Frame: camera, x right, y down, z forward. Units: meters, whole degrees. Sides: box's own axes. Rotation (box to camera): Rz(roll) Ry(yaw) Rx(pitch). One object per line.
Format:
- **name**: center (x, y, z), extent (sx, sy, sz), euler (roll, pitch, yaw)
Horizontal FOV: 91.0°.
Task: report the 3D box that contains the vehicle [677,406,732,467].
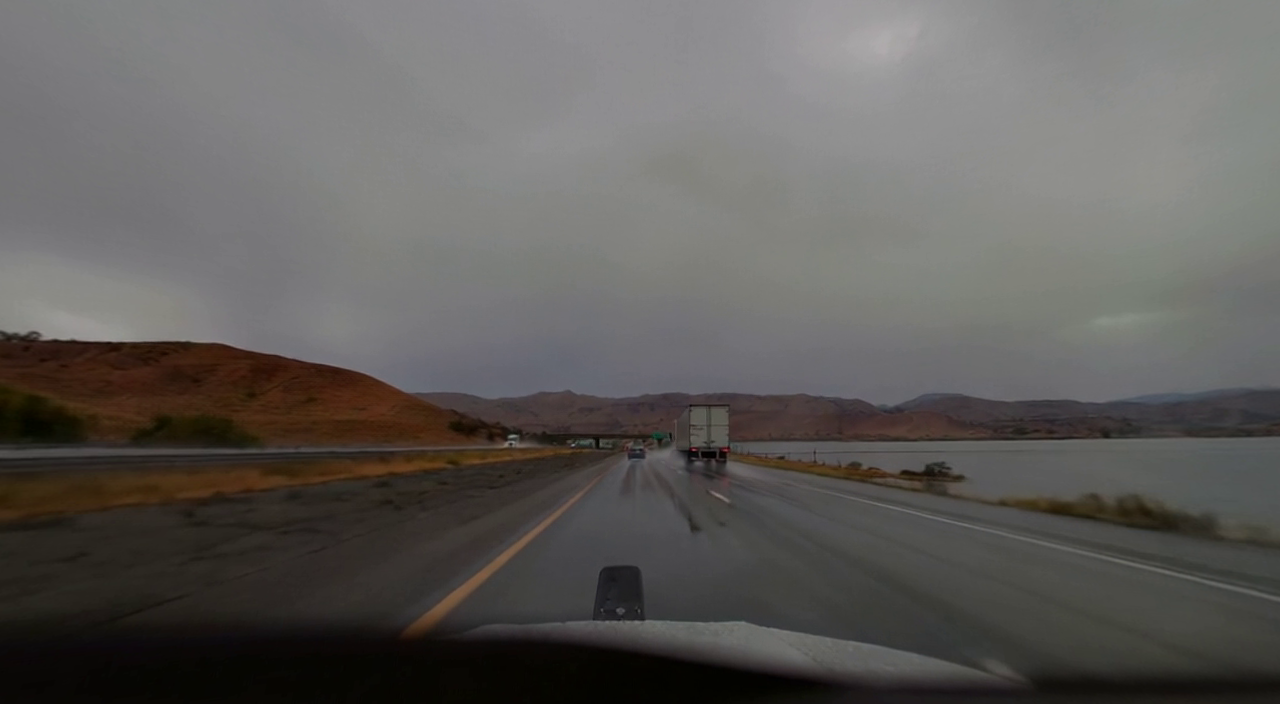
- **vehicle**: center (4.705, 6.699, 48.935), extent (3.035, 4.005, 13.454), euler (0, -9, 1)
